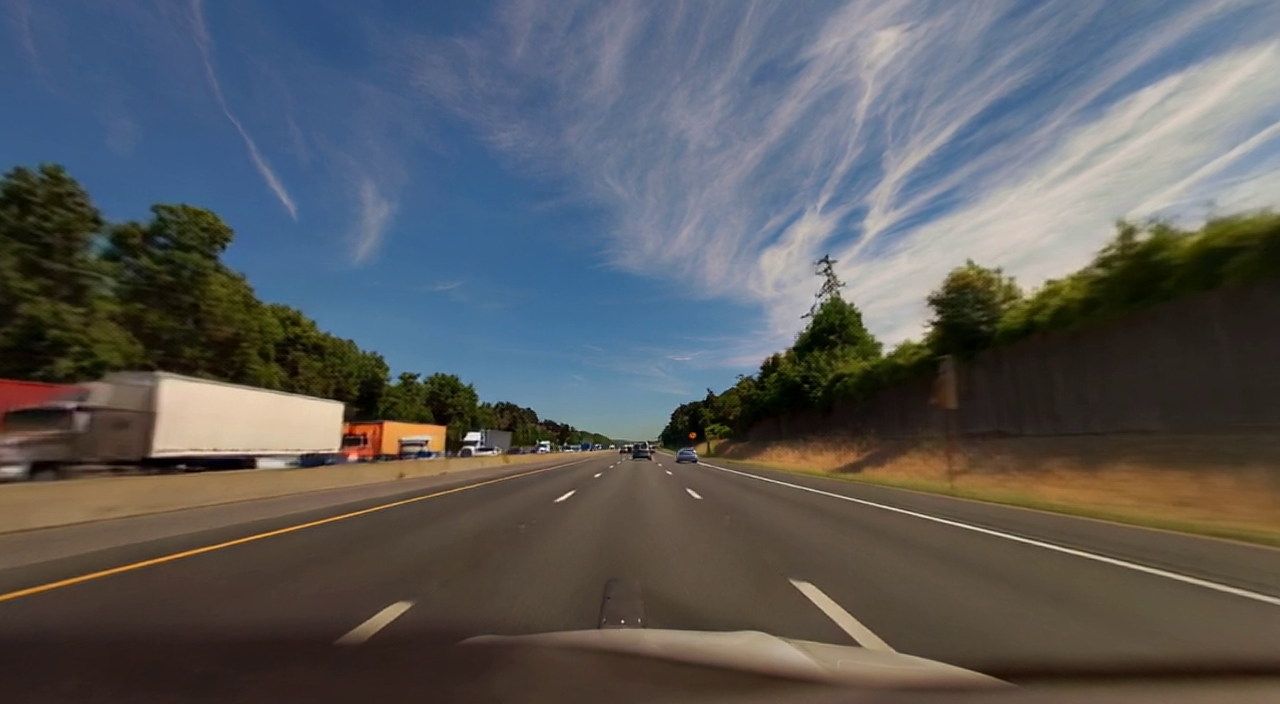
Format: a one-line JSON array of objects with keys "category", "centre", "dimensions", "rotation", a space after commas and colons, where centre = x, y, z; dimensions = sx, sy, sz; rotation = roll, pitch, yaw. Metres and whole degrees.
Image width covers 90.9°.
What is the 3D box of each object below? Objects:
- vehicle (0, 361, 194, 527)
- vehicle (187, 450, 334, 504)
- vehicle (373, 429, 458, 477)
[{"category": "vehicle", "centre": [-16.320, 2.592, 17.788], "dimensions": [2.963, 3.892, 5.814], "rotation": [0, -9, 0]}, {"category": "vehicle", "centre": [-11.711, 3.850, 19.870], "dimensions": [1.955, 1.460, 4.296], "rotation": [0, -9, 0]}, {"category": "vehicle", "centre": [-11.570, 5.293, 33.057], "dimensions": [2.282, 2.273, 5.443], "rotation": [0, -9, 2]}]
